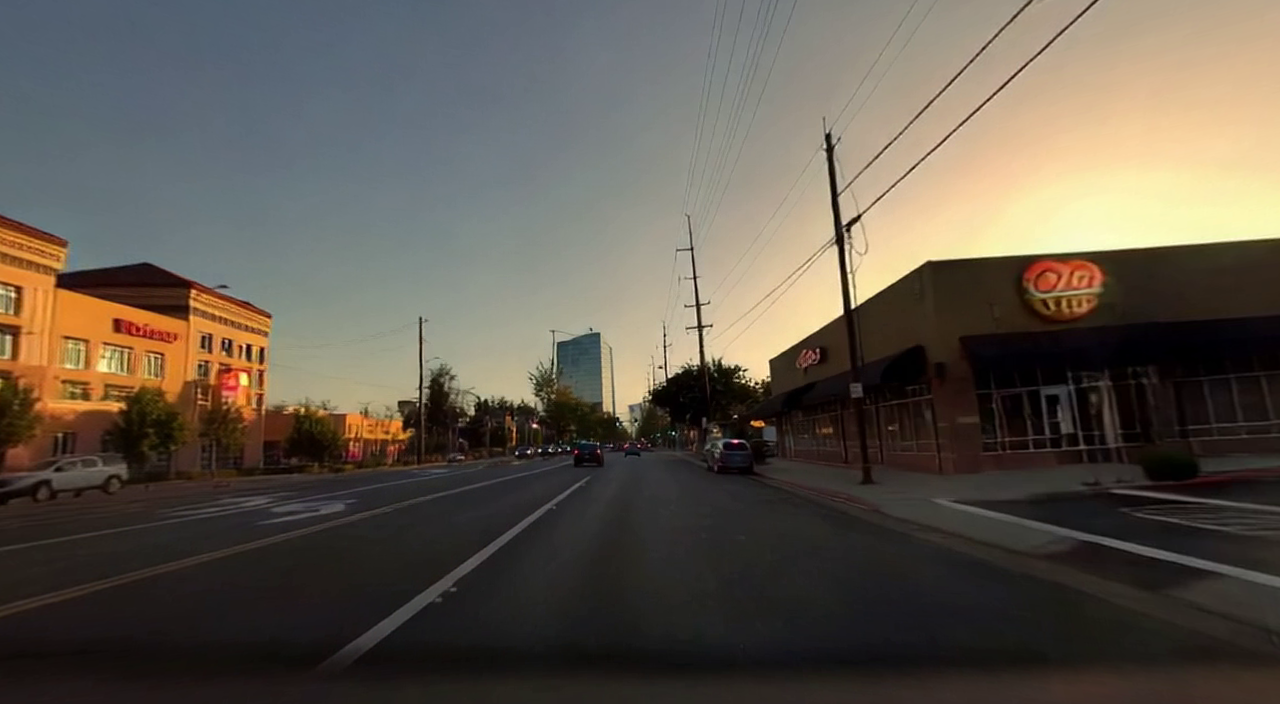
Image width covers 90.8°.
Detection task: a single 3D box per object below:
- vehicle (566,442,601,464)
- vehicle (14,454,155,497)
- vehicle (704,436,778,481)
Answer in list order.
[{"bbox_3d":[-4.075,7.367,46.191,2.179,1.490,4.742,0,-9,0],"label":"vehicle"},{"bbox_3d":[-26.481,5.811,30.243,2.239,1.802,4.652,-8,-11,41],"label":"vehicle"},{"bbox_3d":[3.694,3.992,23.995,1.922,1.507,4.824,0,-9,-1],"label":"vehicle"}]
